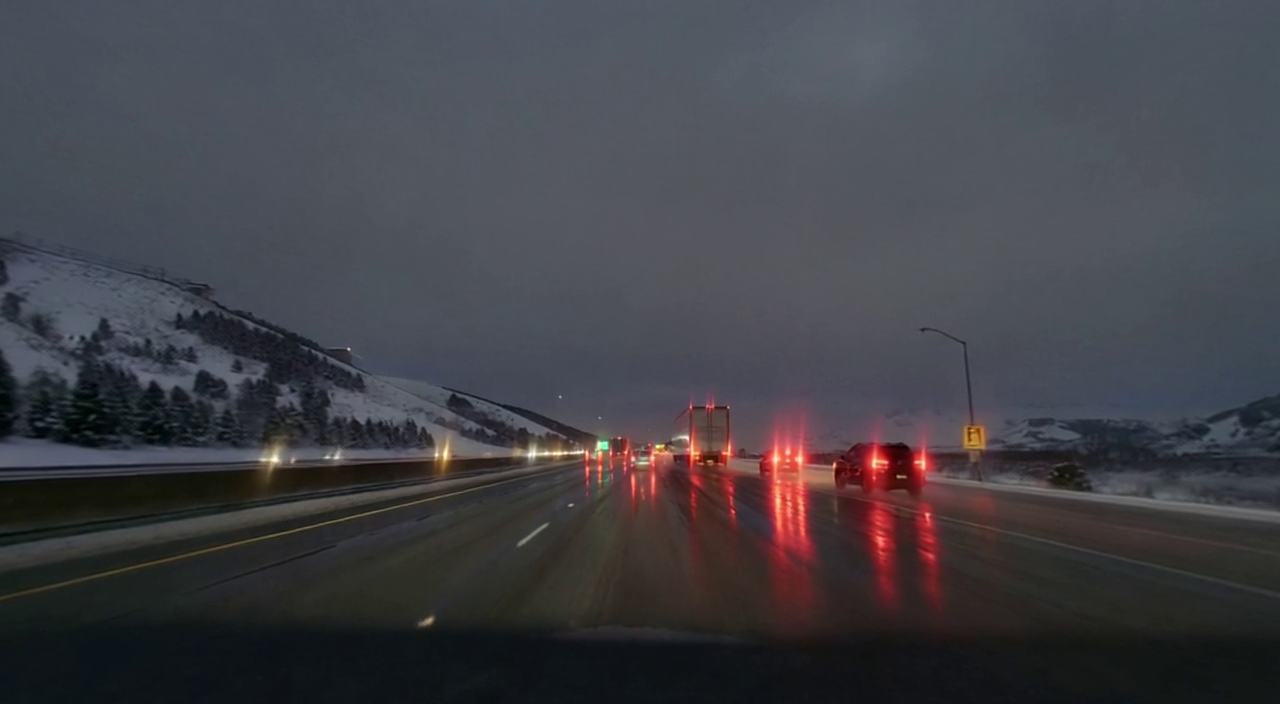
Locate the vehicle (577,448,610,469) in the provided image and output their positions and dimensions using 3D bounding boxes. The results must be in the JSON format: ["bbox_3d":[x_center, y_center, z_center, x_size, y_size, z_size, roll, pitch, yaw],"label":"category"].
[{"bbox_3d":[-3.480,8.066,47.836,2.132,1.506,4.256,0,-9,0],"label":"vehicle"}]

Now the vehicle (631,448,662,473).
[{"bbox_3d":[0.388,6.843,40.081,1.866,1.492,3.932,0,-9,0],"label":"vehicle"}]

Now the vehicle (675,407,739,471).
[{"bbox_3d":[4.122,5.798,41.593,3.130,3.607,11.129,0,-9,1],"label":"vehicle"}]

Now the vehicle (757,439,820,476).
[{"bbox_3d":[7.686,5.519,33.123,2.143,1.775,4.729,0,-9,0],"label":"vehicle"}]

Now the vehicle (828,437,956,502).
[{"bbox_3d":[7.246,3.407,18.706,2.044,1.676,4.421,0,-9,1],"label":"vehicle"}]
